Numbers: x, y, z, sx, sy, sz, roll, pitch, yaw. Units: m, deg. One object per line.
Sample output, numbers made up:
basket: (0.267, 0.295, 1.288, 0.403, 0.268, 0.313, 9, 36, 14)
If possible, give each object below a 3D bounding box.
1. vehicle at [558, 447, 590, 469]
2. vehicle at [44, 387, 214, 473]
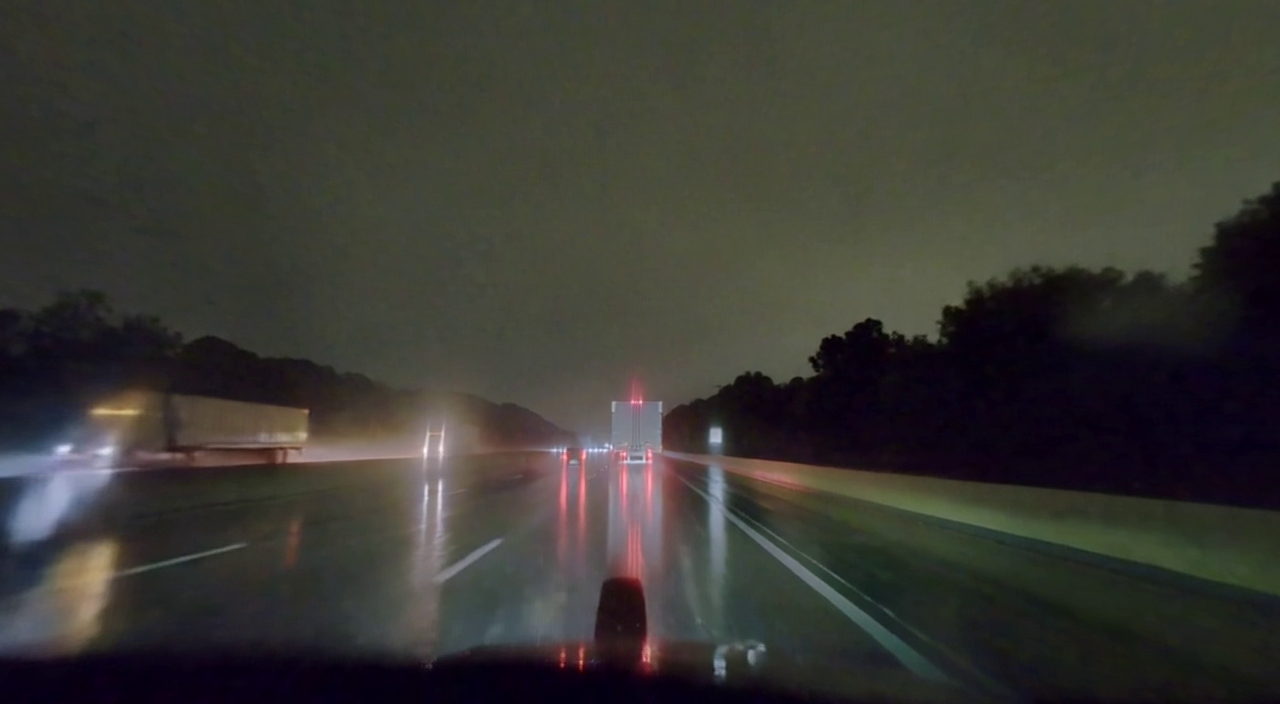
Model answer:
vehicle: (-4.716, 7.625, 45.641, 1.892, 1.471, 5.047, 0, -9, -1)
vehicle: (-23.452, 3.731, 29.486, 2.901, 3.590, 5.880, 0, -9, -1)
